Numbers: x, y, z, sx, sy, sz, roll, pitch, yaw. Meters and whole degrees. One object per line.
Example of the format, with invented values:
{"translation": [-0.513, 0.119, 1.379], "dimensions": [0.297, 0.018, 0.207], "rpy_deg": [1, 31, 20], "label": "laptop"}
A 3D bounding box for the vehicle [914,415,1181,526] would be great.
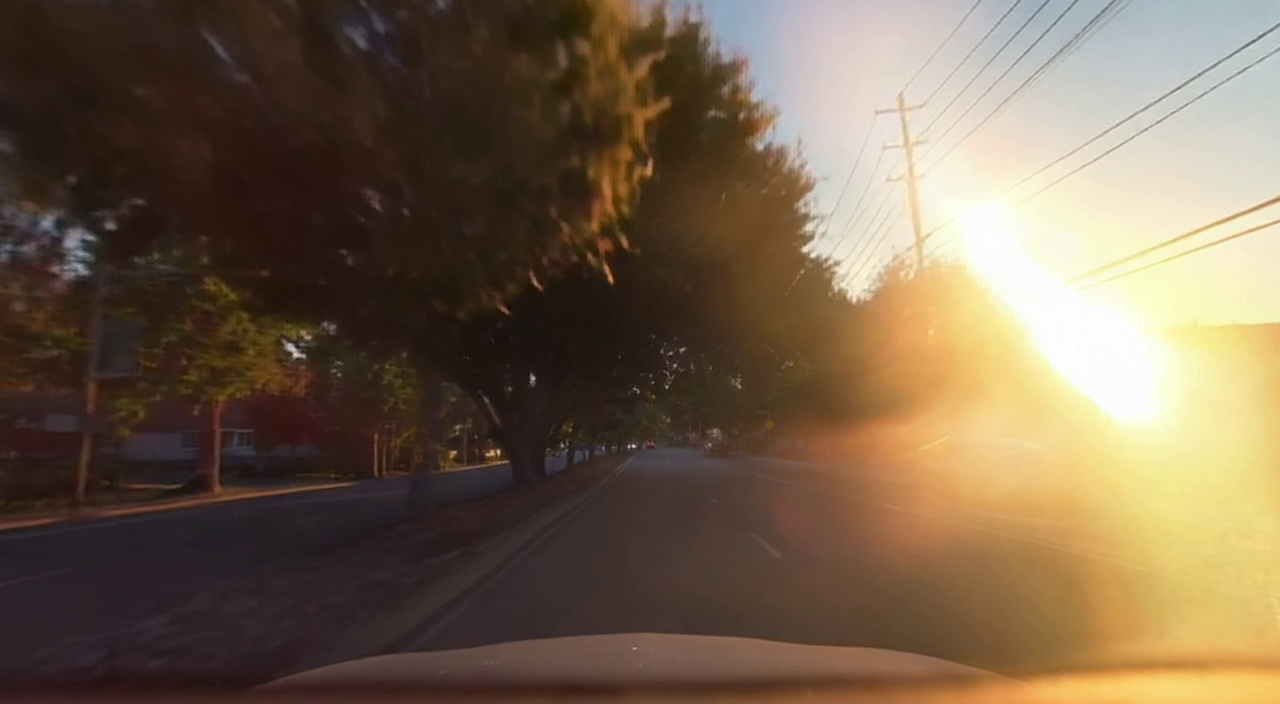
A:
{"translation": [7.723, 2.295, 12.740], "dimensions": [2.200, 1.783, 4.682], "rpy_deg": [-1, -8, -1], "label": "vehicle"}
